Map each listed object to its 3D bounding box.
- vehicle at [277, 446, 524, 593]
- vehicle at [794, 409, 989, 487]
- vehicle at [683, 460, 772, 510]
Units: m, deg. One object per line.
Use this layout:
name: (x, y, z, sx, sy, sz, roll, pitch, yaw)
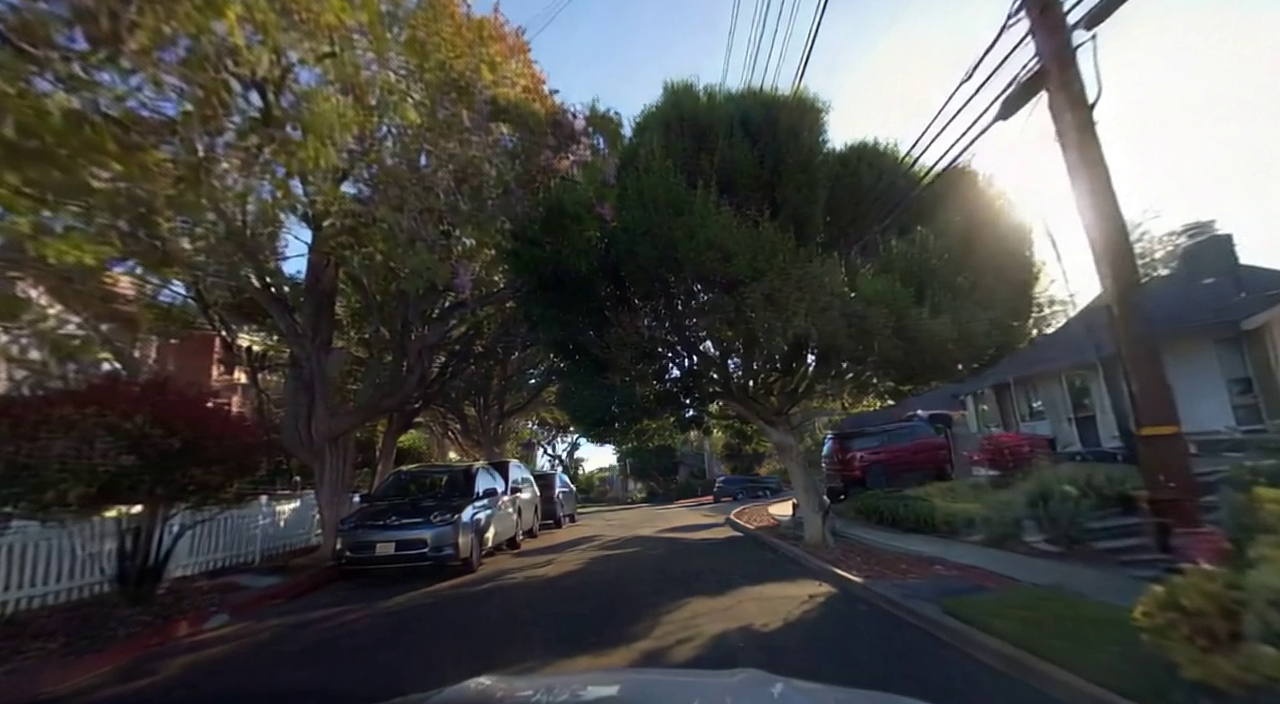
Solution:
vehicle: (-3.088, 2.216, 9.429, 2.081, 1.589, 4.691, 1, -9, -3)
vehicle: (6.428, 2.501, 16.547, 4.249, 1.905, 1.904, 0, -9, -1)
vehicle: (3.147, 4.901, 23.625, 3.005, 1.535, 4.025, -1, -8, 4)
